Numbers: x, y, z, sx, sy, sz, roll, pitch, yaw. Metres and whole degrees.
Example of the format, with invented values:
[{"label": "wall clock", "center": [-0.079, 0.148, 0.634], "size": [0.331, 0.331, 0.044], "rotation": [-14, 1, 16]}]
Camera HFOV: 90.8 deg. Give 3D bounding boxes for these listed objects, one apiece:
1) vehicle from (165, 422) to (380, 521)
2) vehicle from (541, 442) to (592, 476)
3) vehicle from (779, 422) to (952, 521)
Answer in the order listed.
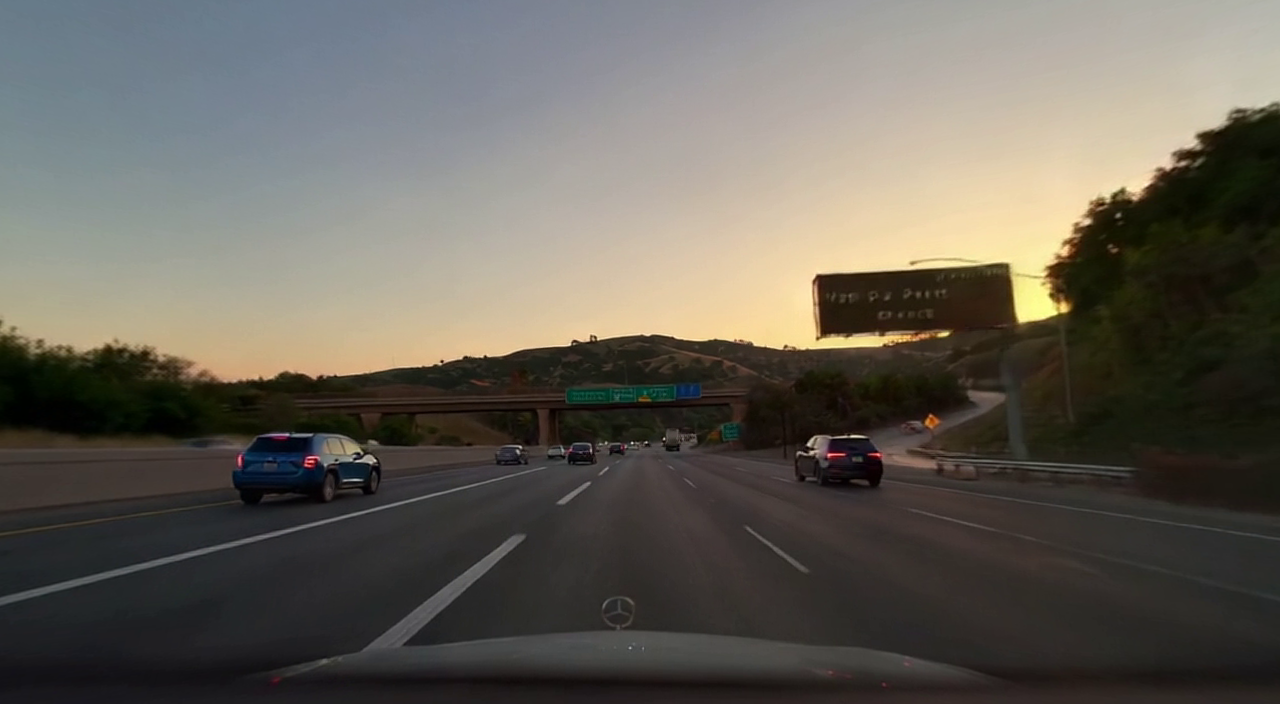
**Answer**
[{"label": "vehicle", "center": [-7.196, 2.374, 13.006], "size": [1.860, 1.694, 4.173], "rotation": [0, -9, 0]}, {"label": "vehicle", "center": [-3.437, 5.108, 30.379], "size": [1.925, 1.509, 4.363], "rotation": [0, -9, 0]}, {"label": "vehicle", "center": [4.469, 2.443, 13.423], "size": [1.950, 1.719, 4.545], "rotation": [0, -9, 0]}]
